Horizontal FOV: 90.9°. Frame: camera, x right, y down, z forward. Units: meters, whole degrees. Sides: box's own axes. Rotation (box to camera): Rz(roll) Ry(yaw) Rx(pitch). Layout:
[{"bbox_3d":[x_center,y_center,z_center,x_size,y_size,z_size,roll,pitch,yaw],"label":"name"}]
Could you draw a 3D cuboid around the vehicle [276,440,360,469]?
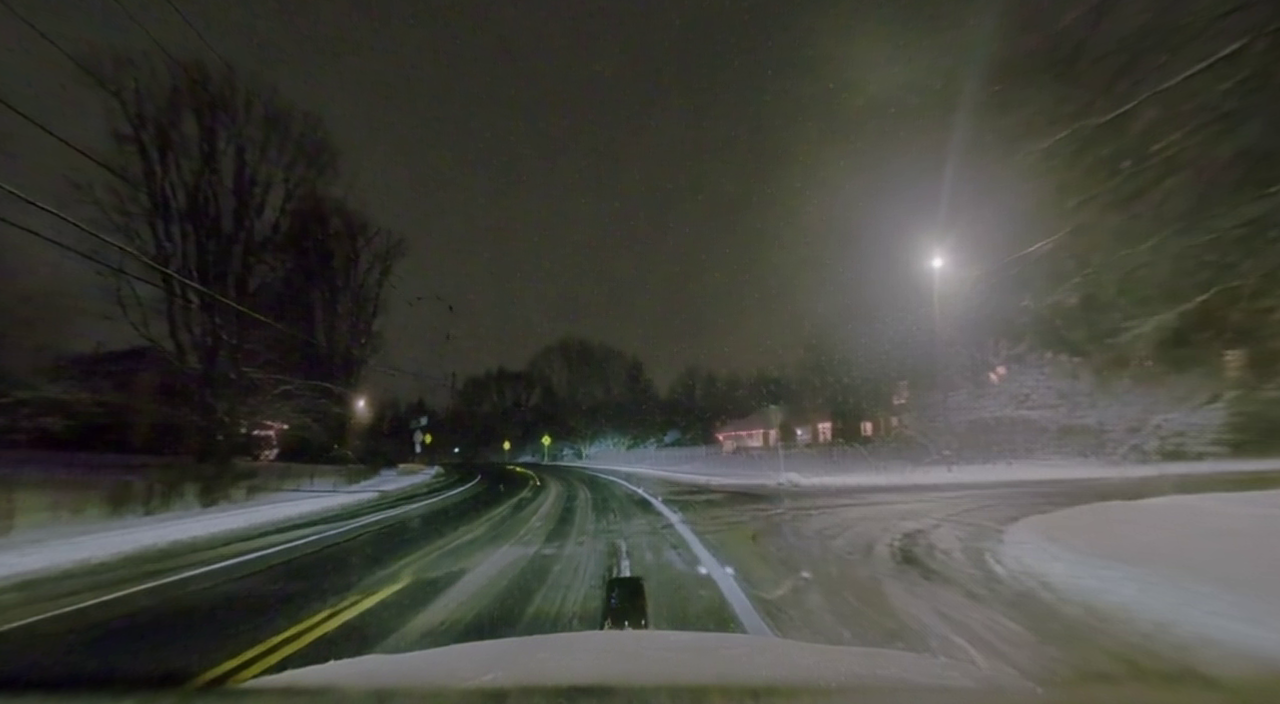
[{"bbox_3d":[-21.644,6.891,42.407,4.562,1.857,2.129,-2,-9,11],"label":"vehicle"}]
